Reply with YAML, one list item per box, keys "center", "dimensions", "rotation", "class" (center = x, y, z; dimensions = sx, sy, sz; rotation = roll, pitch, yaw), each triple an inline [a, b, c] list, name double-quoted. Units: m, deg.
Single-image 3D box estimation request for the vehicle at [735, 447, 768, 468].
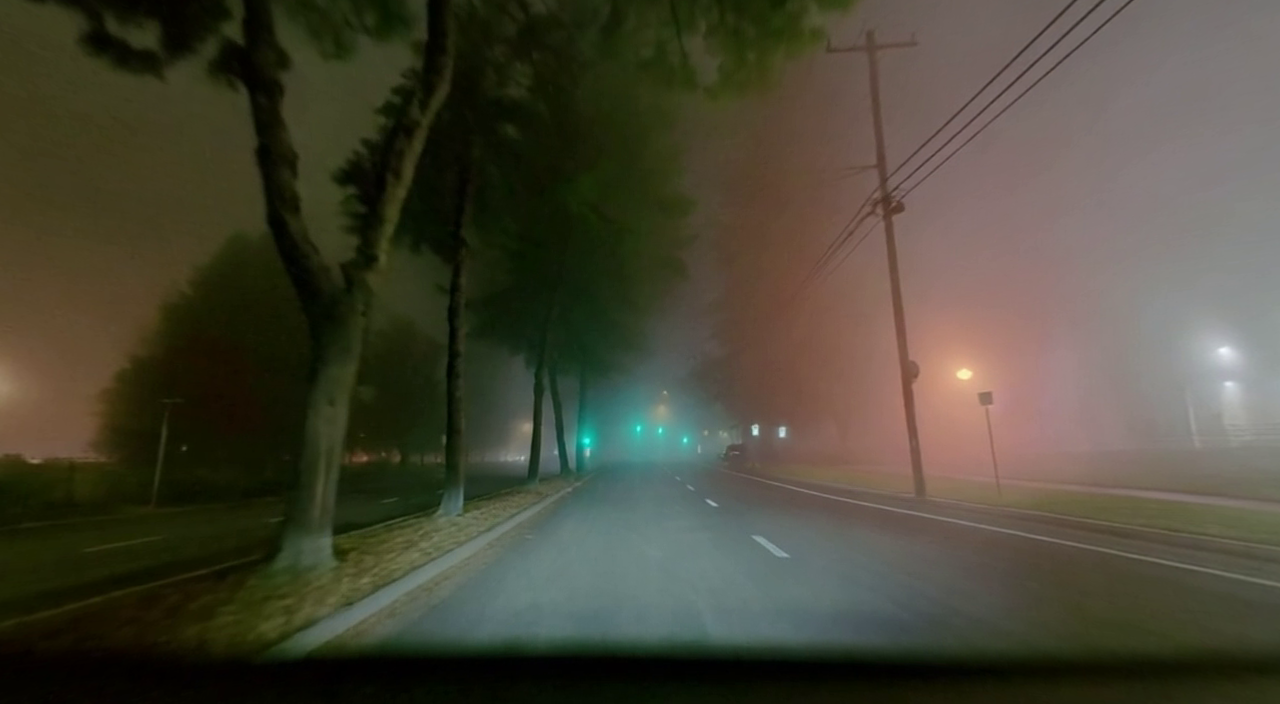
- center: [8.460, 8.029, 48.137]
  dimensions: [1.868, 1.437, 4.254]
  rotation: [-1, -8, 3]
  class: "vehicle"
